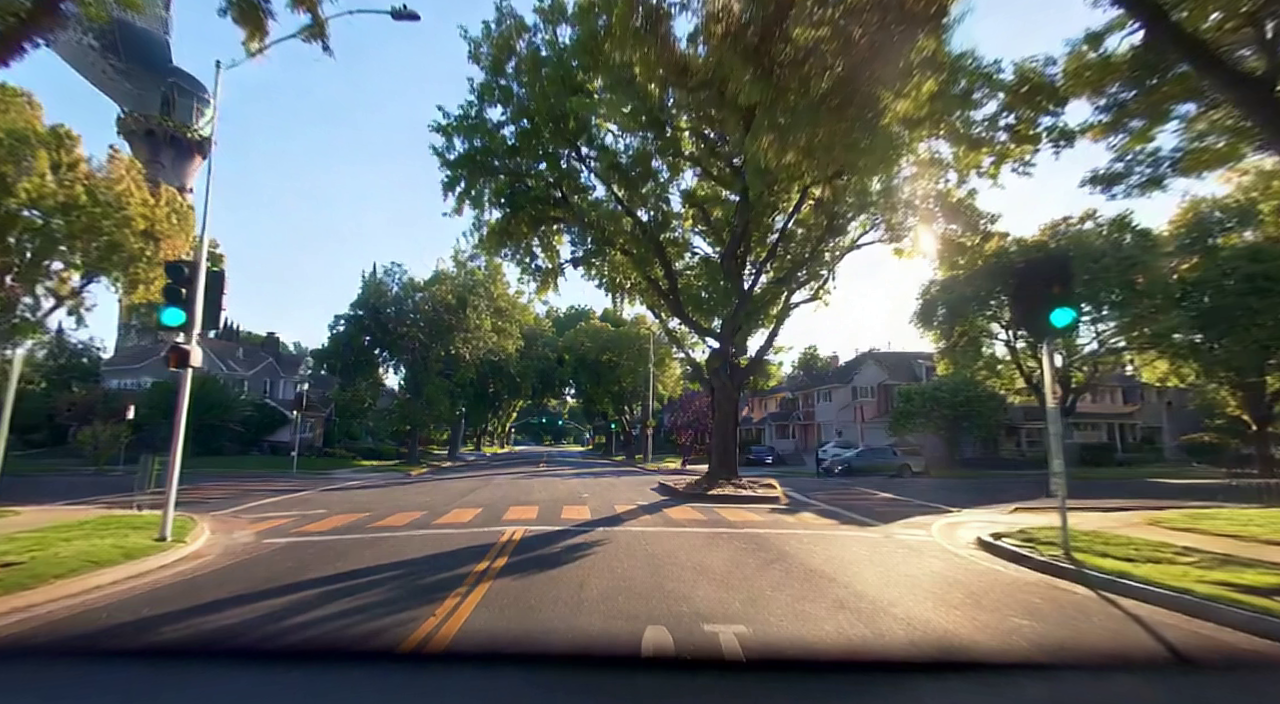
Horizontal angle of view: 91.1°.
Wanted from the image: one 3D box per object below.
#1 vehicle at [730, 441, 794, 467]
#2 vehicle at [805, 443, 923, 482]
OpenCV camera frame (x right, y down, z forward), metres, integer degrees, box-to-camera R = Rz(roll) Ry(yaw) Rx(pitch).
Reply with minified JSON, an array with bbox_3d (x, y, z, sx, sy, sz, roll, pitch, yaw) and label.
[{"bbox_3d":[6.863,5.749,35.493,3.191,1.365,1.458,-5,-9,30],"label":"vehicle"},{"bbox_3d":[9.764,4.835,27.634,4.448,1.637,1.881,0,-9,0],"label":"vehicle"}]
